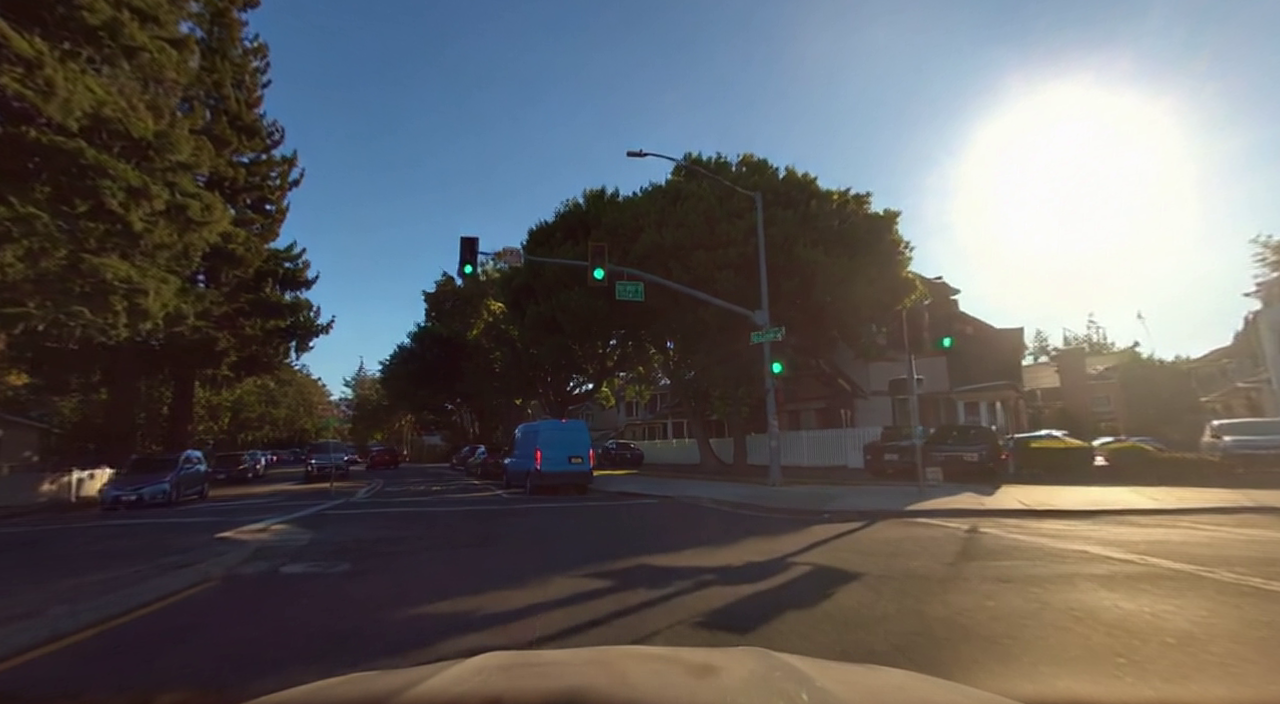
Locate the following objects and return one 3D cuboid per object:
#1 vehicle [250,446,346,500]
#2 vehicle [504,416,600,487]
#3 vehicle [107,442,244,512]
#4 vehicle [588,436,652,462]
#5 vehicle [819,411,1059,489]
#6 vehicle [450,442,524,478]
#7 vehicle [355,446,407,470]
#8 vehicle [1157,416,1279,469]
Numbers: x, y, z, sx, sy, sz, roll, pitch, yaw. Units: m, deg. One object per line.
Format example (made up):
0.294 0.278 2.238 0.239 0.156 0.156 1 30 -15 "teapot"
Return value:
-10.475 3.659 19.701 1.952 1.461 4.377 3 -9 -20 "vehicle"
-3.167 3.402 21.848 2.213 2.124 4.809 3 -9 -21 "vehicle"
-13.782 3.653 19.119 2.078 1.783 4.670 3 -9 -21 "vehicle"
-1.423 7.135 46.589 4.559 1.754 1.985 8 -12 -44 "vehicle"
8.953 2.994 19.487 2.514 2.026 6.104 8 -12 -44 "vehicle"
-7.028 4.847 28.662 2.008 1.445 4.386 5 -10 -31 "vehicle"
-17.518 7.114 42.640 1.911 1.493 4.291 7 -11 -40 "vehicle"
22.051 3.316 23.360 4.268 1.765 1.989 -7 -7 42 "vehicle"
